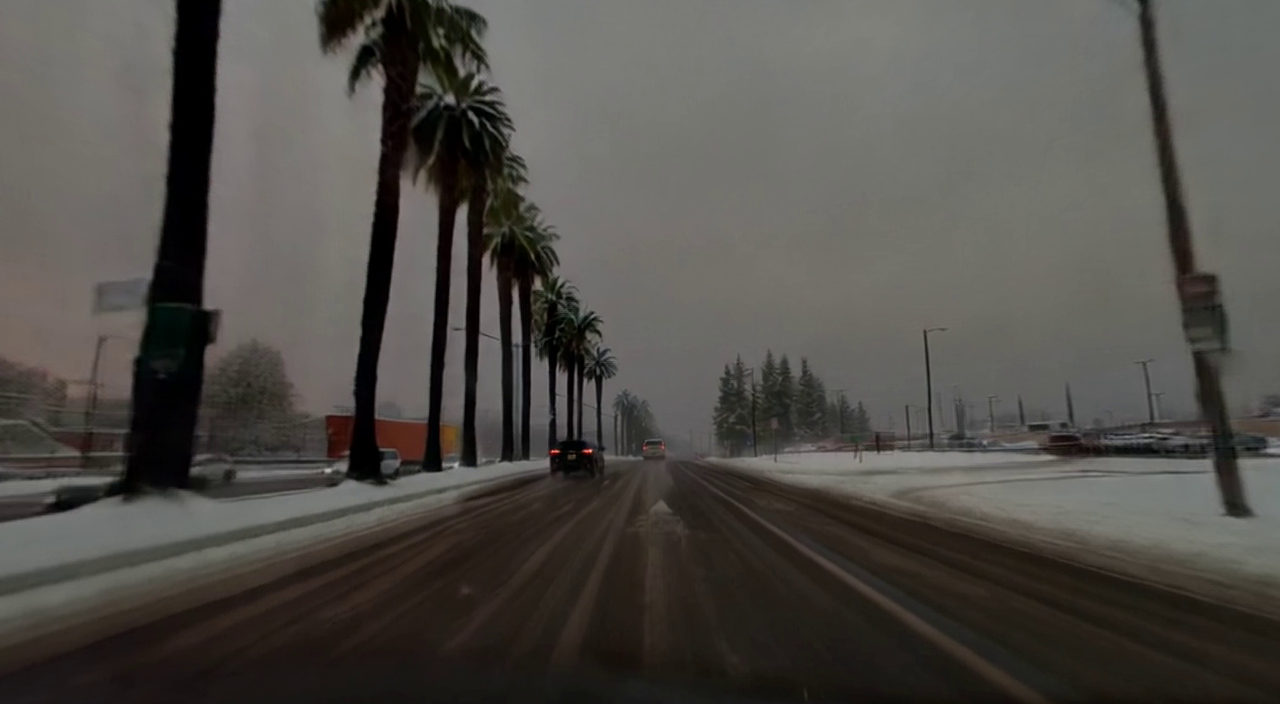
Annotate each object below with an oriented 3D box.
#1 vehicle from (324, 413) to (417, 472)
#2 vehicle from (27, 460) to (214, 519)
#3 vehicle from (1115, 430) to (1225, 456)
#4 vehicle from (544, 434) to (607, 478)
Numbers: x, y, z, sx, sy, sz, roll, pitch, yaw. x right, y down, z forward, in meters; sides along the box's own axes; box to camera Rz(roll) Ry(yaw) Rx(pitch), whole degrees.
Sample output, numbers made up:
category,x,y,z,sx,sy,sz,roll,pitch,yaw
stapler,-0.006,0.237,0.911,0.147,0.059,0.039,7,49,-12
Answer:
category,x,y,z,sx,sy,sz,roll,pitch,yaw
vehicle,-19.908,6.895,46.949,3.298,4.031,7.060,0,-10,3
vehicle,-16.346,4.309,20.149,2.255,1.551,4.298,0,-8,1
vehicle,32.375,5.577,38.518,4.637,1.545,1.925,-3,-9,19
vehicle,-2.895,4.790,29.206,2.188,1.819,4.667,-1,-8,3
